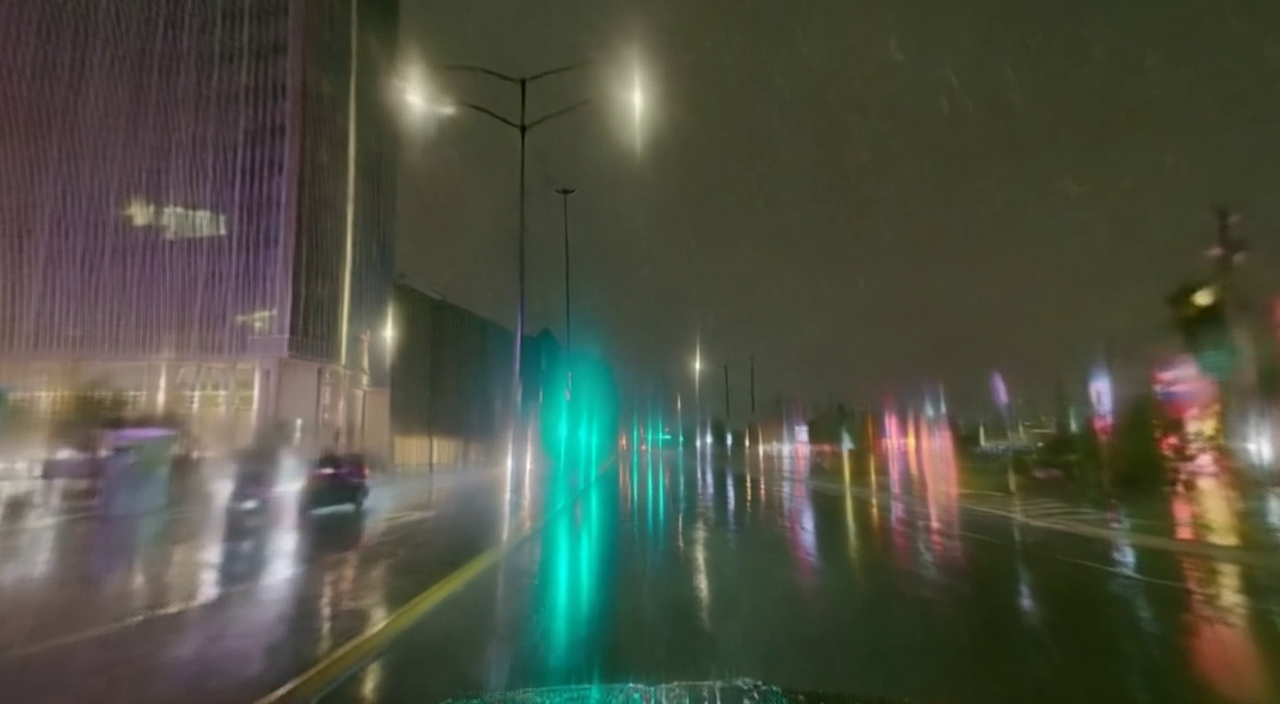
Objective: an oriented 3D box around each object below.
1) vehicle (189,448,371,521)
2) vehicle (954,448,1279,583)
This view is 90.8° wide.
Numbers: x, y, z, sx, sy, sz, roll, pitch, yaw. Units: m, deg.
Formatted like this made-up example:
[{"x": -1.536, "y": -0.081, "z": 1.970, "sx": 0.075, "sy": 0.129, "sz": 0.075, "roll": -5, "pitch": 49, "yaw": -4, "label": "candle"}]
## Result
[{"x": -8.651, "y": 3.171, "z": 15.751, "sx": 1.905, "sy": 1.533, "sz": 4.419, "roll": -1, "pitch": -9, "yaw": 0, "label": "vehicle"}, {"x": 6.900, "y": 2.120, "z": 9.092, "sx": 2.675, "sy": 1.452, "sz": 4.213, "roll": -1, "pitch": -9, "yaw": 2, "label": "vehicle"}]
